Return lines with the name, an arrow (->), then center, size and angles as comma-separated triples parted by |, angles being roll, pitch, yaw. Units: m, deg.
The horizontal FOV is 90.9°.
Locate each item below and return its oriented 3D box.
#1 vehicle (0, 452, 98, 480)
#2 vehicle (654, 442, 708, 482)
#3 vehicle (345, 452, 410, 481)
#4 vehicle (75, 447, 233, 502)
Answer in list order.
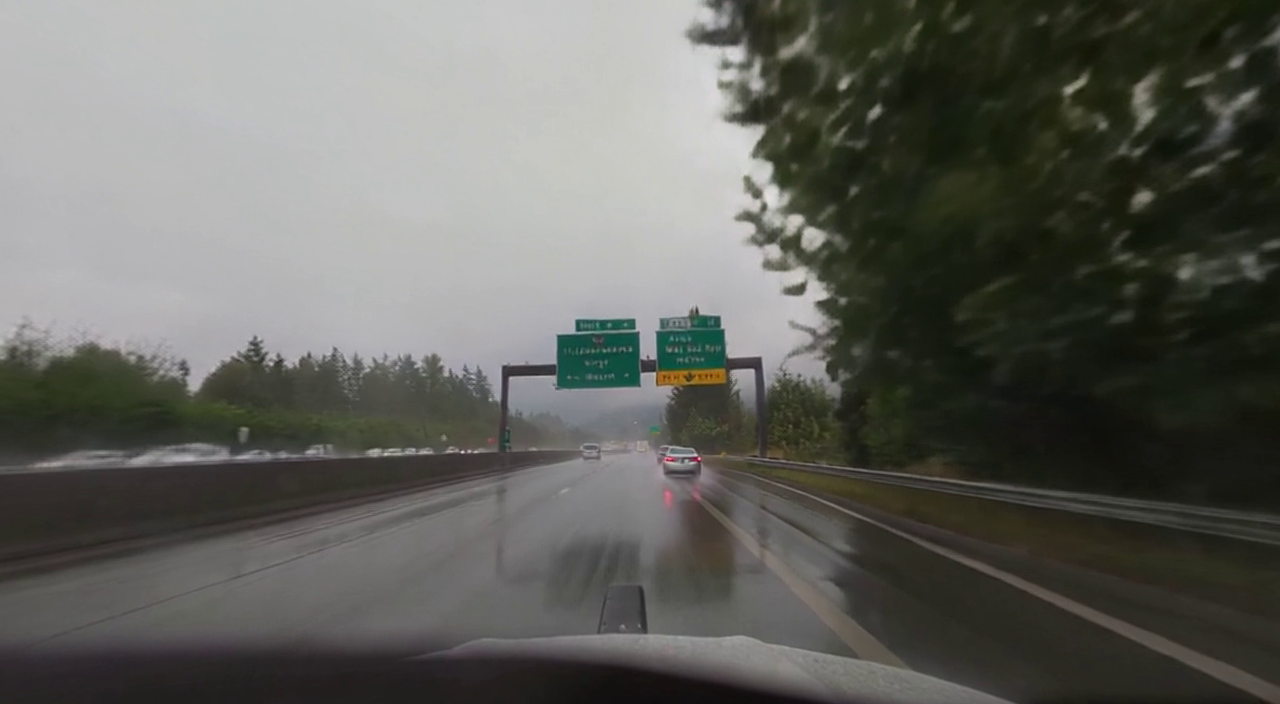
vehicle -> -33.464, 6.430, 35.678 | 1.849, 1.454, 4.253 | 0, -9, -3
vehicle -> 1.568, 4.352, 25.168 | 1.960, 1.456, 3.818 | 0, -9, 1
vehicle -> -13.752, 5.994, 33.285 | 1.824, 1.440, 3.956 | 0, -9, -1
vehicle -> -16.443, 4.128, 21.686 | 1.949, 1.656, 4.285 | 0, -9, 0
